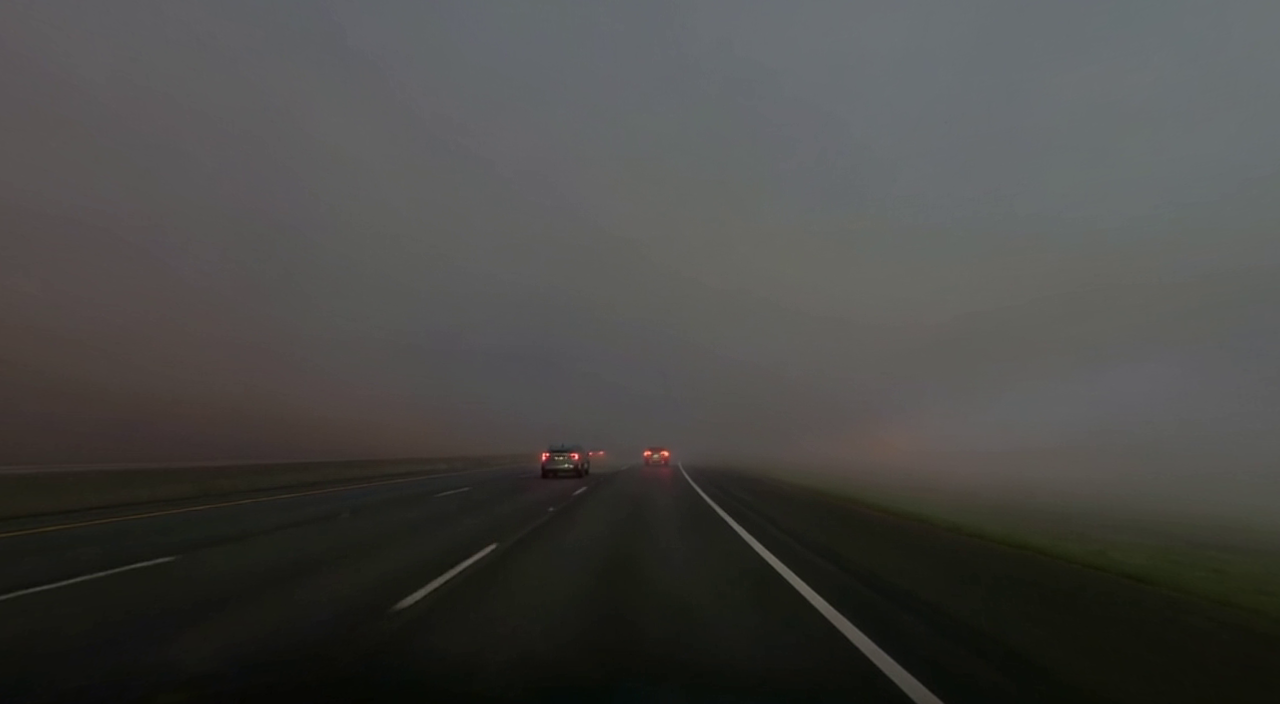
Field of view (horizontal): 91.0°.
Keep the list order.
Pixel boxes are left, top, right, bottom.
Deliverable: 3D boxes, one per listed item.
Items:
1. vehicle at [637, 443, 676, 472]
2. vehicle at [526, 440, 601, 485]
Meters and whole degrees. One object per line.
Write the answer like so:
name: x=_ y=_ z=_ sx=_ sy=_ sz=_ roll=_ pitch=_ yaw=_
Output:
vehicle: x=0.971 y=6.036 z=36.182 sx=2.129 sy=1.502 sz=4.321 roll=0 pitch=-9 yaw=2
vehicle: x=-2.857 y=4.262 z=24.565 sx=2.129 sy=1.563 sz=4.387 roll=-1 pitch=-9 yaw=3
